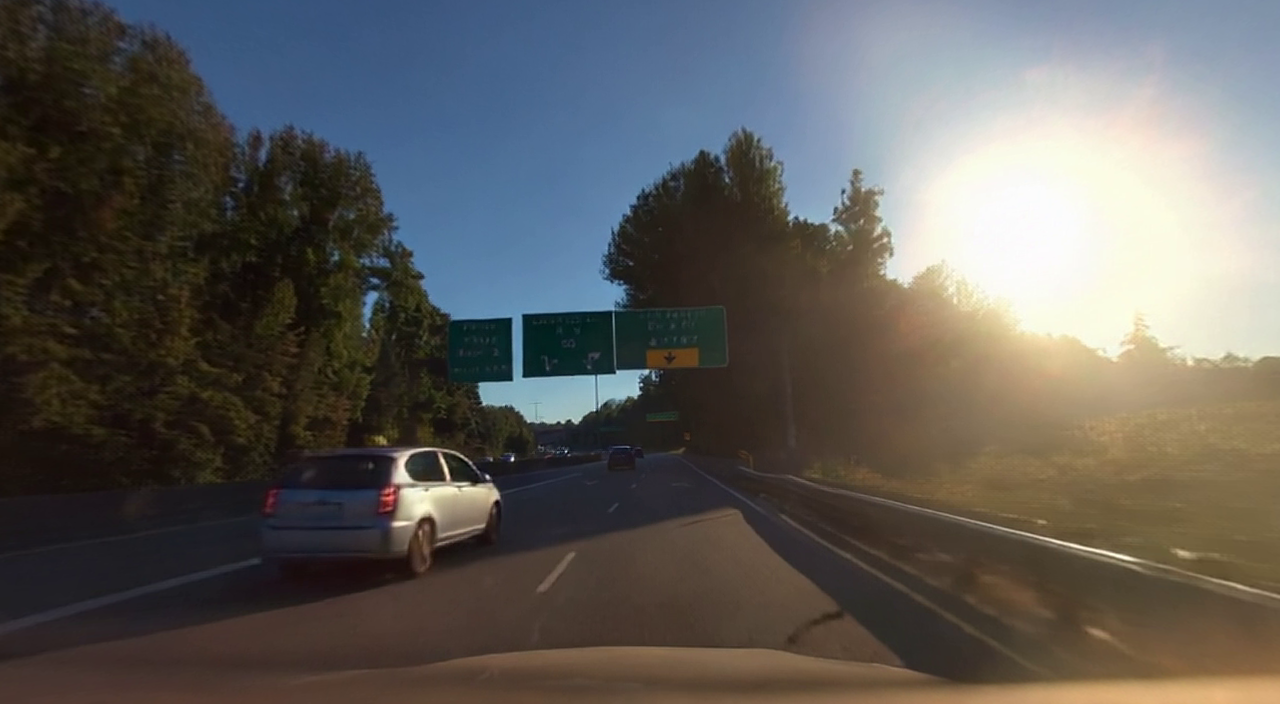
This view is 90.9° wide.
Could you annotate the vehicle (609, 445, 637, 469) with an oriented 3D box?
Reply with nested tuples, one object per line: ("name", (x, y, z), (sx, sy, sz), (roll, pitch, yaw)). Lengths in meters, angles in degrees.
("vehicle", (-1.139, 7.128, 42.786), (1.675, 1.537, 3.574), (-1, -9, 2))

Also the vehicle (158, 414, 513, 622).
("vehicle", (-2.695, 1.545, 6.646), (1.846, 1.566, 3.525), (-1, -9, 2))
